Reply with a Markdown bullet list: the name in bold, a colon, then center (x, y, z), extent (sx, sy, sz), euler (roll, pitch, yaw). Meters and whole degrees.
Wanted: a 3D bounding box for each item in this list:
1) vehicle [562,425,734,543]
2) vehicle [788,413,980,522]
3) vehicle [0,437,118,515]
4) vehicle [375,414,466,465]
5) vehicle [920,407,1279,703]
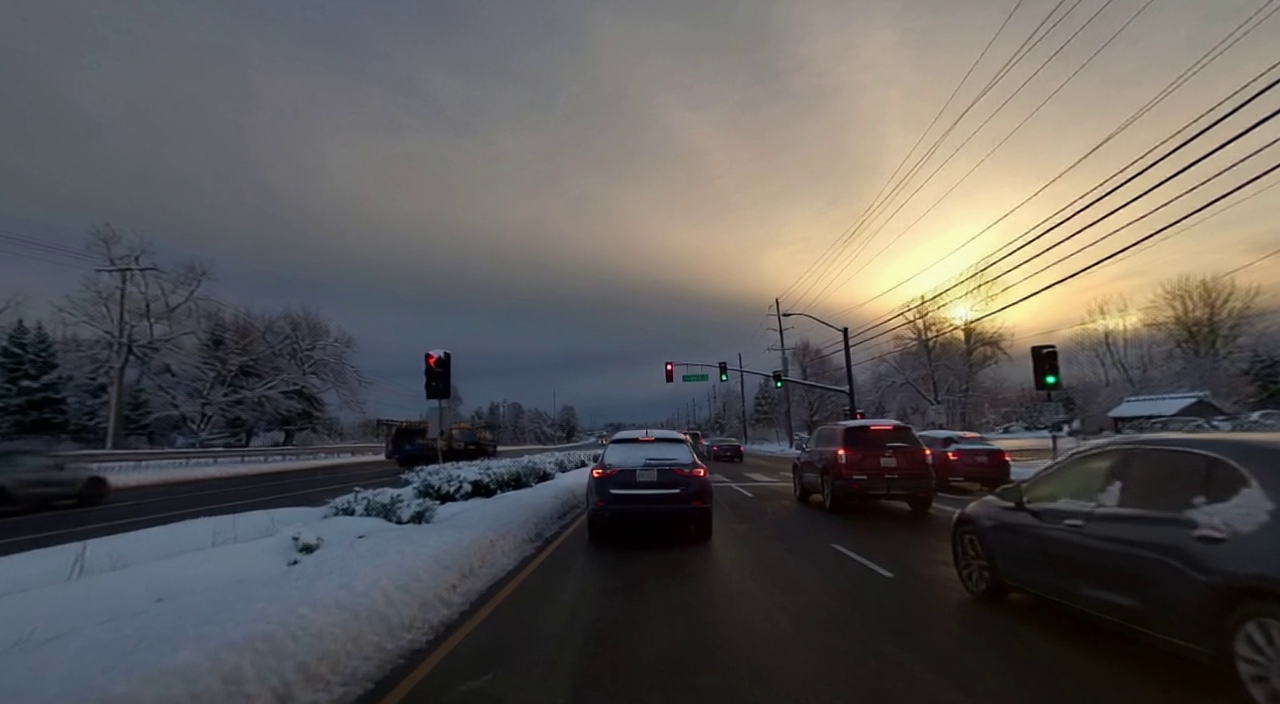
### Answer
- **vehicle**: center (0.128, 2.030, 10.354), extent (2.208, 1.498, 4.401), euler (0, -8, 1)
- **vehicle**: center (4.476, 2.197, 12.442), extent (2.140, 1.753, 4.256), euler (0, -8, 1)
- **vehicle**: center (-17.556, 3.265, 16.703), extent (2.262, 1.967, 5.814), euler (-1, -8, 3)
- **vehicle**: center (-15.666, 6.430, 45.848), extent (2.934, 3.328, 8.716), euler (-1, -8, 4)
- **vehicle**: center (3.548, 1.091, 3.426), extent (2.028, 1.454, 4.531), euler (0, -8, 1)
